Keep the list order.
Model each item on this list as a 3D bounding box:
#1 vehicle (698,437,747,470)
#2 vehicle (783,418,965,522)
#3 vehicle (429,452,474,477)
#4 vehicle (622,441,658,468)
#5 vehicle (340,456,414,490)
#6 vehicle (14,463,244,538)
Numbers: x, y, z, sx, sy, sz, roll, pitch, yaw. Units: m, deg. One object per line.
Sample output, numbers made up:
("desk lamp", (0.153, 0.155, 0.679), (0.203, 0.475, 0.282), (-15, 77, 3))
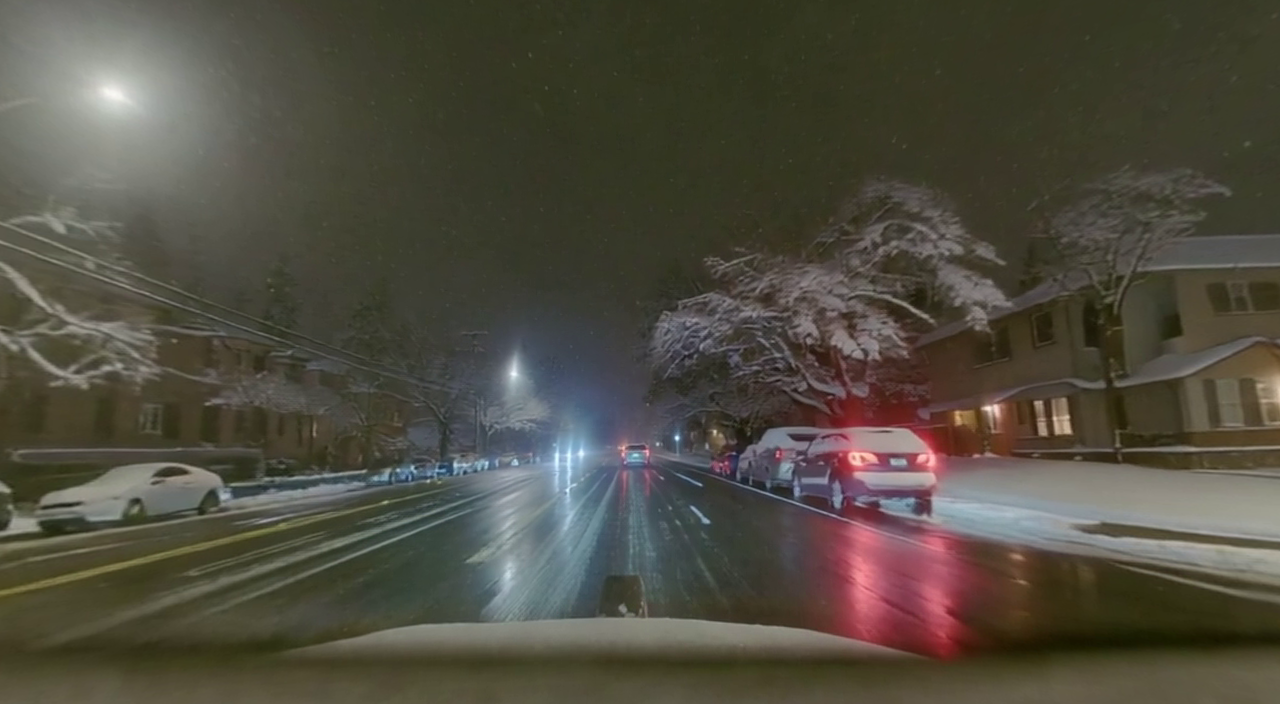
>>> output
("vehicle", (4.575, 5.741, 35.878), (2.061, 1.742, 4.603), (0, -9, -1))
("vehicle", (5.126, 2.630, 14.776), (2.195, 2.000, 4.789), (0, -8, -3))
("vehicle", (-12.778, 7.636, 43.081), (1.882, 1.507, 4.638), (0, -9, -3))
("vehicle", (-0.050, 6.163, 38.105), (2.022, 1.471, 3.973), (0, -9, -2))
("vehicle", (-12.755, 5.883, 30.988), (1.819, 1.443, 4.273), (0, -9, 0))
("vehicle", (-12.592, 3.639, 16.093), (1.835, 1.488, 4.696), (0, -9, 2))
